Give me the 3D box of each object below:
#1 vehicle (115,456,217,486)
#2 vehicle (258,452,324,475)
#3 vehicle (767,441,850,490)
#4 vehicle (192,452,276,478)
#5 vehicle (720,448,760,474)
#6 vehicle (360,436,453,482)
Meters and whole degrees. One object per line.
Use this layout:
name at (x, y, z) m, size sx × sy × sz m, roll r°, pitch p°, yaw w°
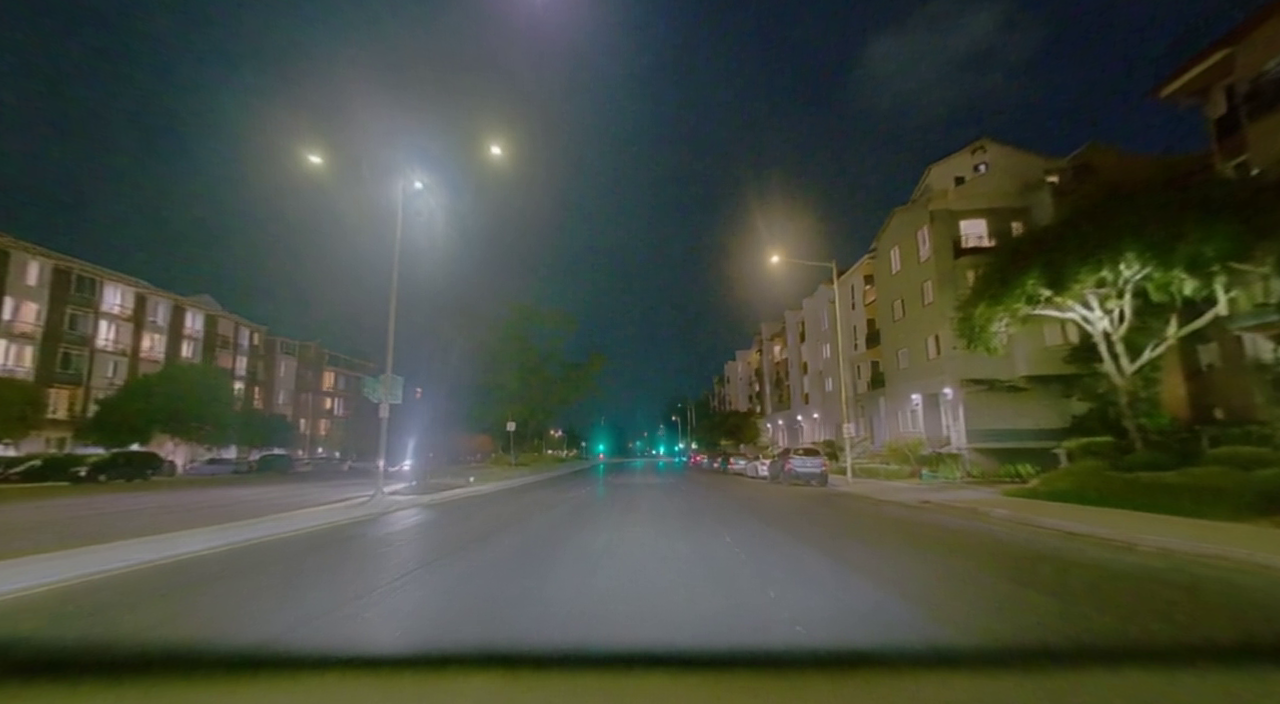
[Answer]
vehicle at (-25.728, 6.448, 34.414) m, size 1.931 × 1.427 × 4.578 m, roll 0°, pitch -9°, yaw 1°
vehicle at (-25.225, 8.054, 45.702) m, size 1.909 × 1.579 × 4.744 m, roll 0°, pitch -9°, yaw 2°
vehicle at (7.100, 4.831, 27.156) m, size 2.241 × 1.877 × 4.810 m, roll 0°, pitch -9°, yaw 0°
vehicle at (-25.556, 7.090, 39.852) m, size 1.939 × 1.514 × 4.793 m, roll 0°, pitch -9°, yaw 3°
vehicle at (6.848, 7.485, 43.575) m, size 2.078 × 1.699 × 4.292 m, roll 0°, pitch -9°, yaw 0°
vehicle at (-11.796, 5.451, 32.448) m, size 2.445 × 2.105 × 5.995 m, roll 0°, pitch -9°, yaw 0°
